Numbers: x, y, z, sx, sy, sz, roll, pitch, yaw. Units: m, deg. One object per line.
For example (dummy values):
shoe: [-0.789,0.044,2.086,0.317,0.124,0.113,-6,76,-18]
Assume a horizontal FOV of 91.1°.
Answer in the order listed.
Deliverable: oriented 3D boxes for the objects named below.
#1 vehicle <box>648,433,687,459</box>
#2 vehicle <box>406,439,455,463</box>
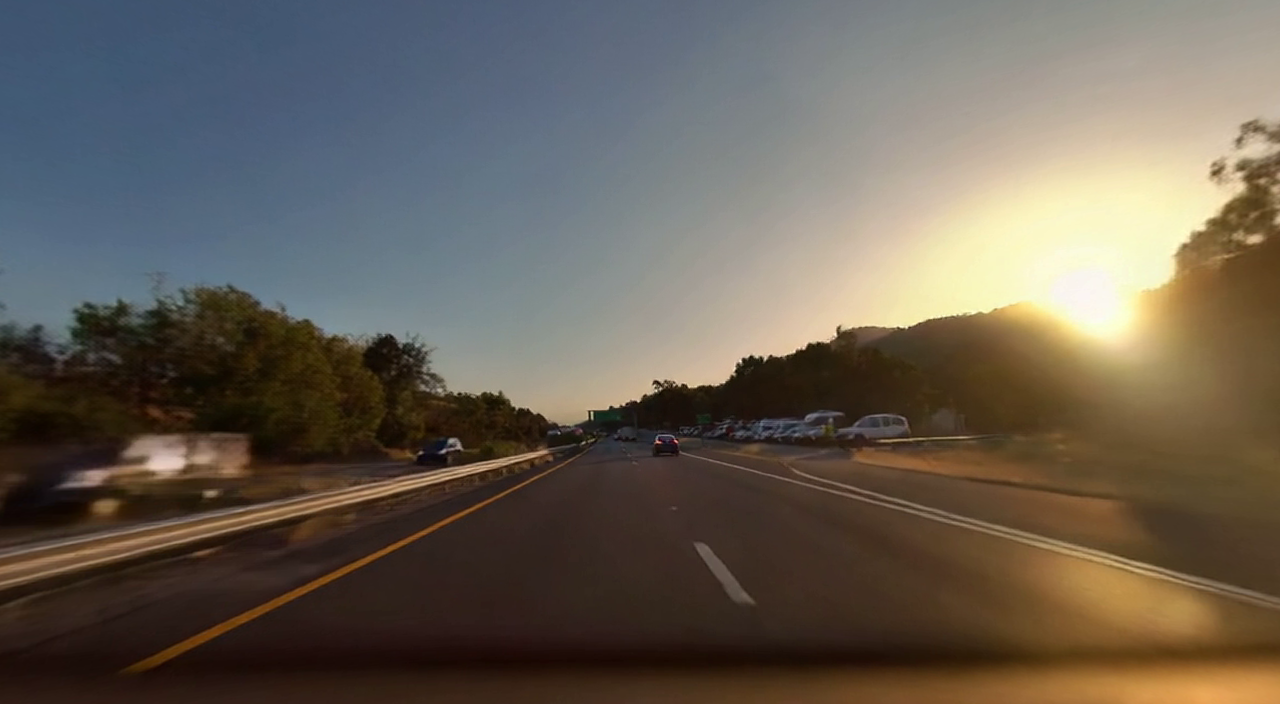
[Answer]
vehicle: [1.584,5.669,38.101,2.037,1.504,4.248,0,-8,-2]
vehicle: [-14.652,6.899,44.173,1.944,1.540,4.721,0,-8,-2]
